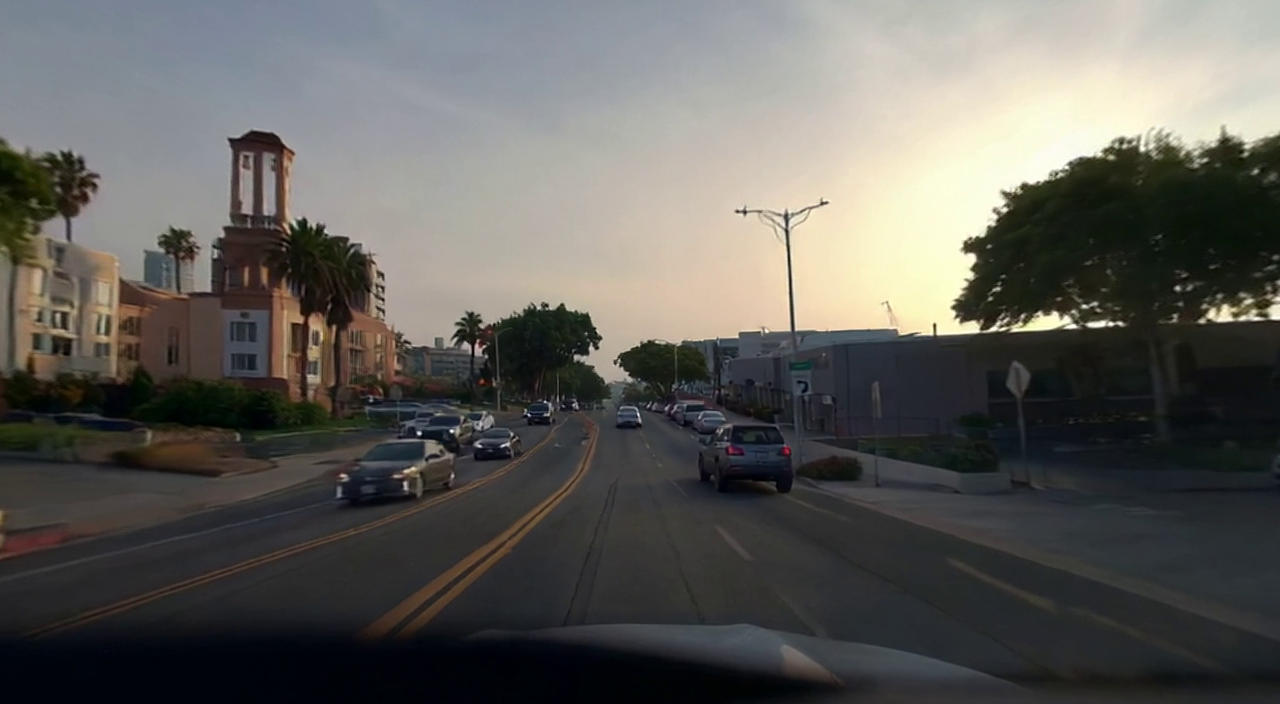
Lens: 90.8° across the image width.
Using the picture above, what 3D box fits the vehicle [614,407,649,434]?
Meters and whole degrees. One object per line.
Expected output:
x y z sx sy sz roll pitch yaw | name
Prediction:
-0.591 4.606 41.913 2.196 1.655 3.939 0 -8 -2 | vehicle

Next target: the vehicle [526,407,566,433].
-6.714 4.934 45.542 2.171 1.676 4.523 -1 -8 0 | vehicle

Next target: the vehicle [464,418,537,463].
-6.177 3.998 28.667 2.295 1.837 4.680 -1 -8 0 | vehicle

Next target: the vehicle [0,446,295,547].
-9.031 2.438 11.691 2.118 1.333 5.950 0 -8 -2 | vehicle

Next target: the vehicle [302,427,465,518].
-6.025 2.850 15.639 2.138 1.858 4.788 0 -8 -1 | vehicle

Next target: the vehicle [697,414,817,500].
2.782 2.629 16.170 1.995 1.858 4.333 0 -8 -3 | vehicle
